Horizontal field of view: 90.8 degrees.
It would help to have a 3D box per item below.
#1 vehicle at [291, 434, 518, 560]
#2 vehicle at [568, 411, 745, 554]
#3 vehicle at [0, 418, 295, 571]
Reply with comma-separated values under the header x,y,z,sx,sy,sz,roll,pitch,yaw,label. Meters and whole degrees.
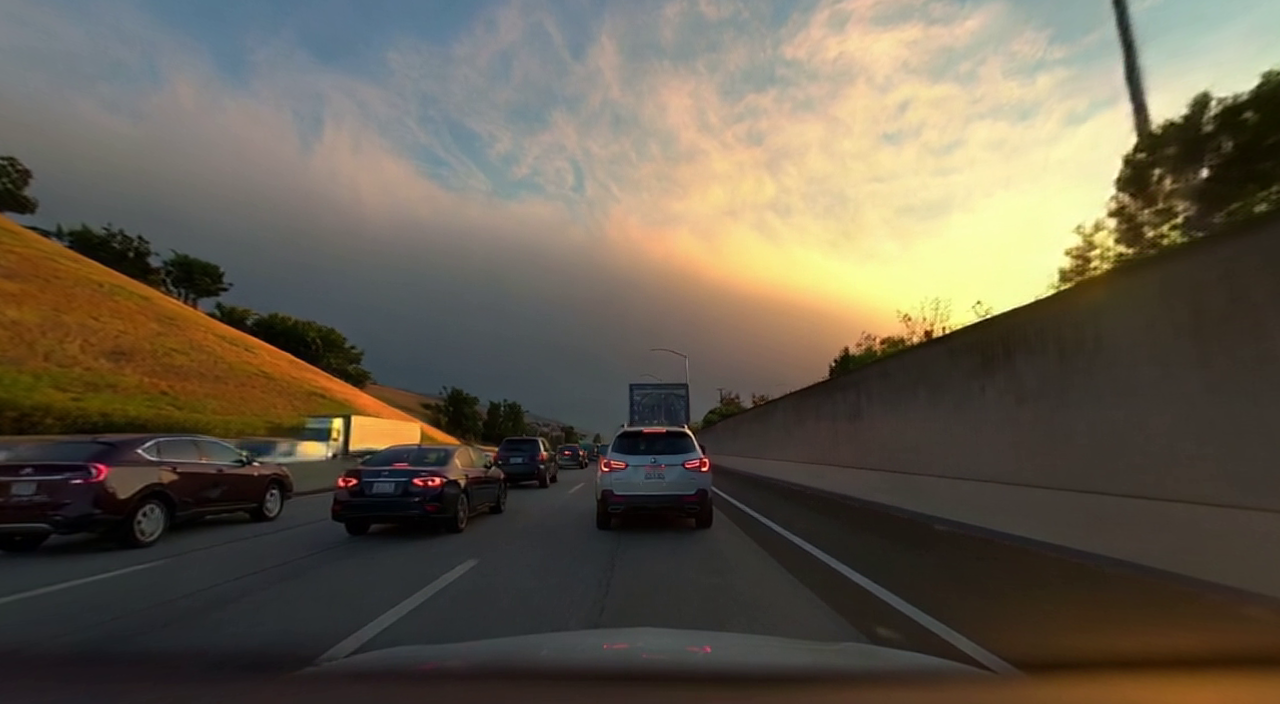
x,y,z,sx,sy,sz,roll,pitch,yaw,label
-3.249,2.075,9.698,1.917,1.506,3.949,0,-9,1,vehicle
0.164,2.047,10.601,2.210,1.760,5.303,0,-9,-1,vehicle
-7.468,1.957,9.429,1.986,1.700,4.558,0,-9,0,vehicle
